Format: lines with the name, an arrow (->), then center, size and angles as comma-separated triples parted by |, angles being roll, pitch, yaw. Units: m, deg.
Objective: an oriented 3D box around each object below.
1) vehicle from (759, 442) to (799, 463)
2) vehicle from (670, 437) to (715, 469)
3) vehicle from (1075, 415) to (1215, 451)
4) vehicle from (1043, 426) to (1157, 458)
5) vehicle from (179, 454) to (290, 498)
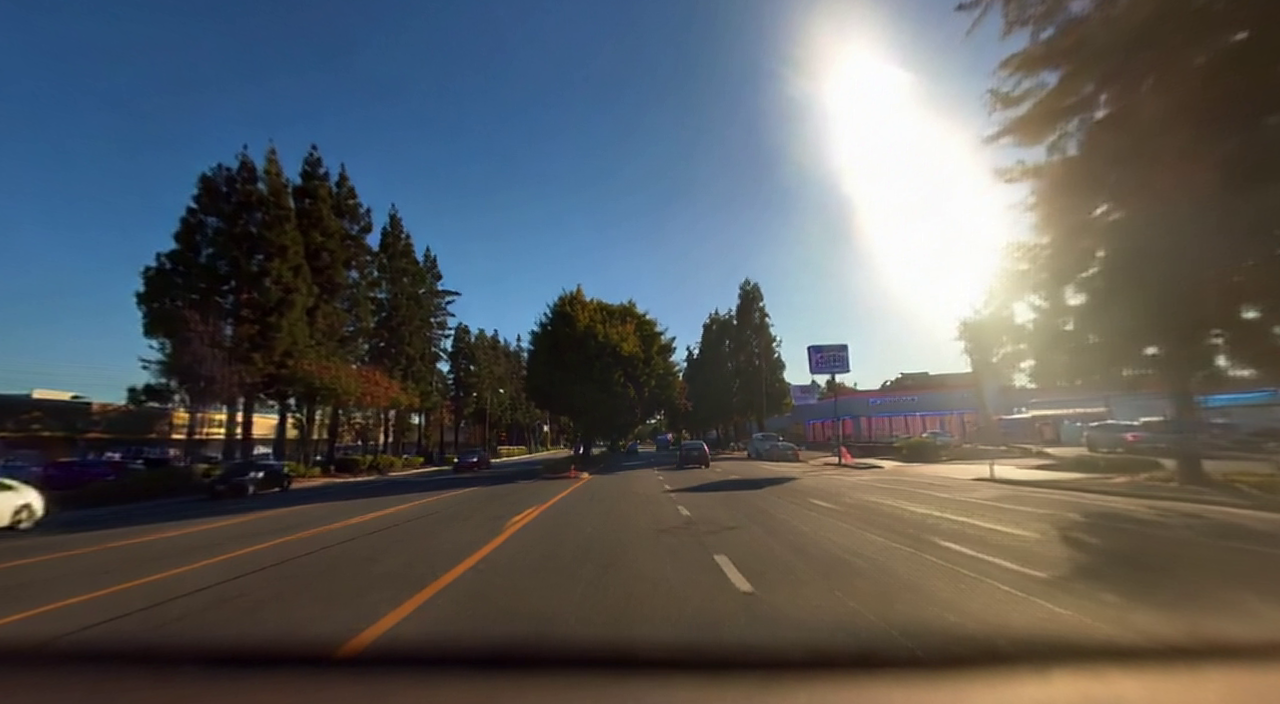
vehicle -> 10.199, 7.399, 46.676 | 1.857, 1.411, 4.859 | 0, -9, 0
vehicle -> 2.732, 5.420, 34.024 | 1.957, 1.643, 4.226 | 0, -9, -1
vehicle -> 30.412, 4.981, 38.316 | 2.102, 1.965, 6.159 | 7, -11, -36
vehicle -> 23.885, 4.703, 32.937 | 1.843, 1.490, 4.282 | 2, -9, -37
vehicle -> -18.092, 5.511, 28.486 | 2.045, 1.727, 4.503 | 0, -9, -2
